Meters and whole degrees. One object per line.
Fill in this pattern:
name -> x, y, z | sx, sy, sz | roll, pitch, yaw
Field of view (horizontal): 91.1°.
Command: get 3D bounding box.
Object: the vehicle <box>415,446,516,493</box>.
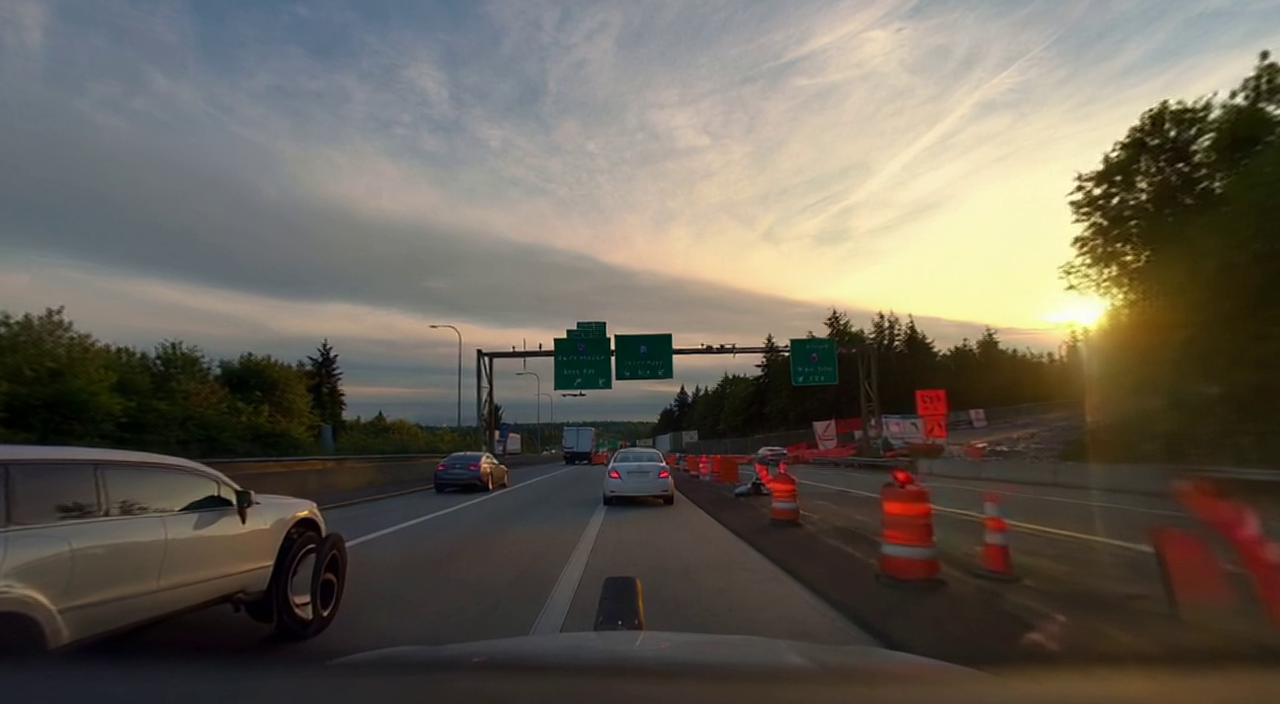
vehicle -> -5.706, 3.885, 21.158 | 2.063, 1.417, 4.000 | -1, -9, 3

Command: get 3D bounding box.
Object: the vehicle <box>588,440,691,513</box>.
vehicle -> -0.050, 2.807, 14.614 | 2.080, 1.451, 3.512 | 0, -9, -1

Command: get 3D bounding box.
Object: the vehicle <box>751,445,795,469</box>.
vehicle -> 8.499, 6.734, 40.494 | 1.871, 1.460, 3.754 | 0, -9, -2

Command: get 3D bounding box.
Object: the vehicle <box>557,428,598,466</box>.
vehicle -> -4.511, 7.048, 46.573 | 2.326, 2.645, 6.249 | 0, -9, 1
